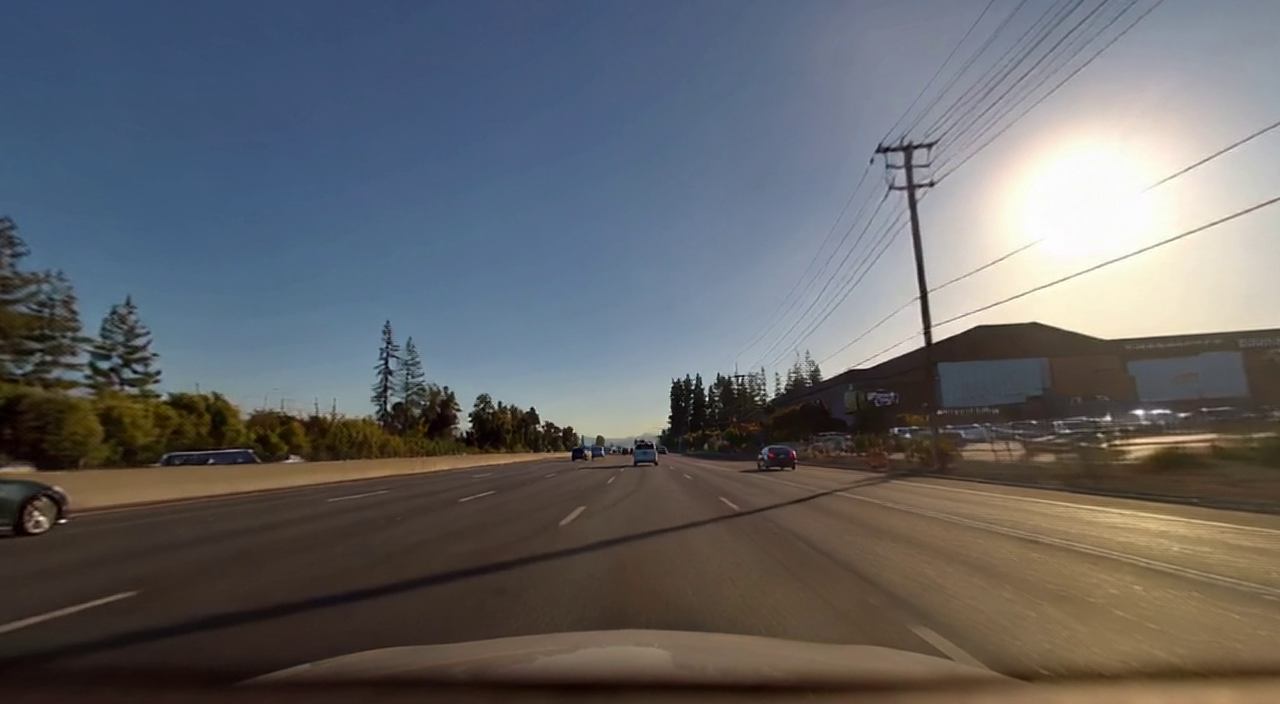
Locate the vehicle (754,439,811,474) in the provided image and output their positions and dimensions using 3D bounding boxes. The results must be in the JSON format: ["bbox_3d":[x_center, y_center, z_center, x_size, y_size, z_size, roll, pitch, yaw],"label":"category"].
[{"bbox_3d":[7.456,5.540,33.479,1.937,1.698,4.322,0,-9,-1],"label":"vehicle"}]
